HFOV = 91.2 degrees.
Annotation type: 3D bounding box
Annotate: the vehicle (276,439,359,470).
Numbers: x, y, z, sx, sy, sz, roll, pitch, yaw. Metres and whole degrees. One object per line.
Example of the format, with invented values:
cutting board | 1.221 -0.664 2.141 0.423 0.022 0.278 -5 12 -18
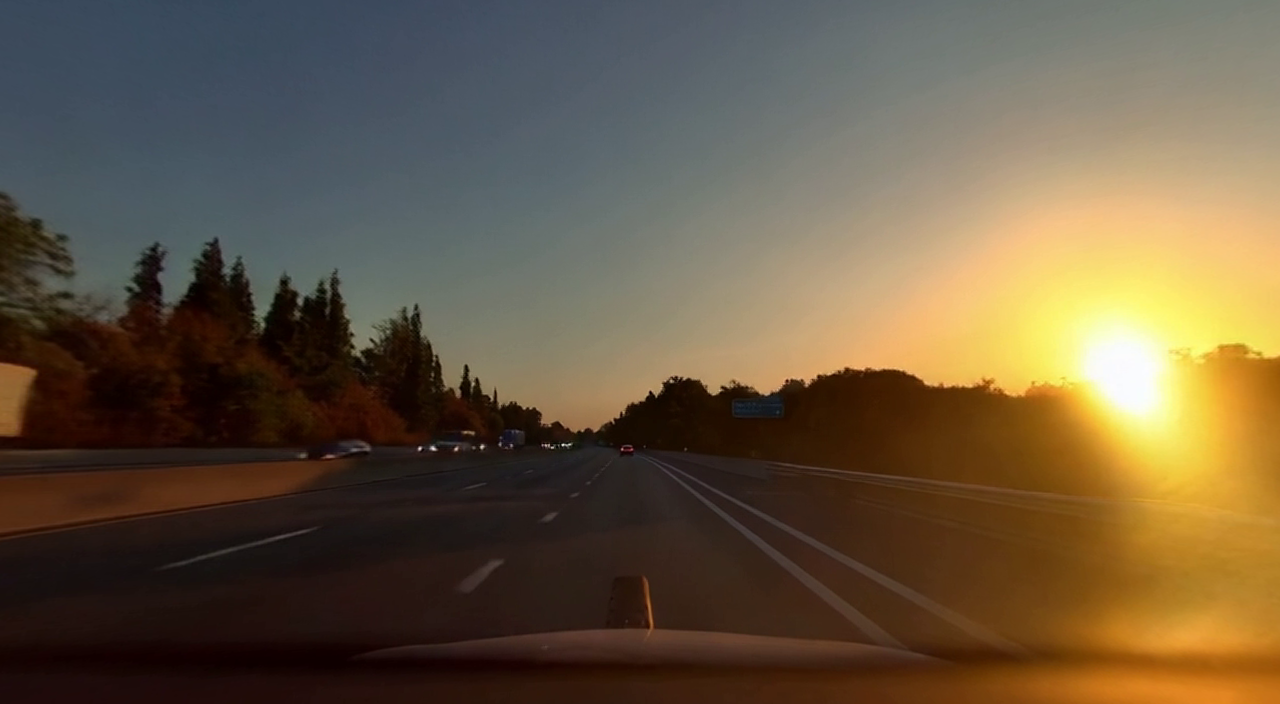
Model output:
vehicle | -17.022 5.416 33.402 1.932 1.516 4.694 0 -9 0
